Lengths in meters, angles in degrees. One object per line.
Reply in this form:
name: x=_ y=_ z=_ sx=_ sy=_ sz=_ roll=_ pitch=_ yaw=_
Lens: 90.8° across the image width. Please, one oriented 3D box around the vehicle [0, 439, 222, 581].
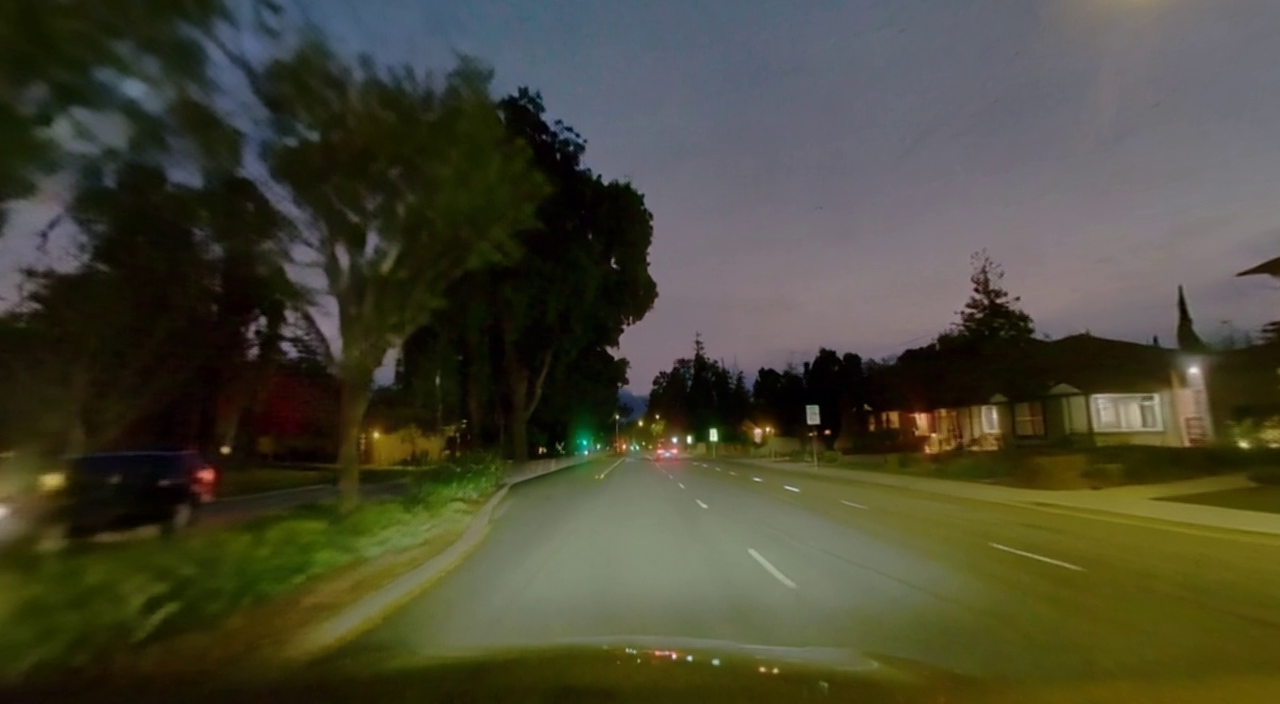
vehicle: x=-8.921 y=2.259 z=9.808 sx=1.964 sy=1.722 sz=4.403 roll=0 pitch=-9 yaw=-3
